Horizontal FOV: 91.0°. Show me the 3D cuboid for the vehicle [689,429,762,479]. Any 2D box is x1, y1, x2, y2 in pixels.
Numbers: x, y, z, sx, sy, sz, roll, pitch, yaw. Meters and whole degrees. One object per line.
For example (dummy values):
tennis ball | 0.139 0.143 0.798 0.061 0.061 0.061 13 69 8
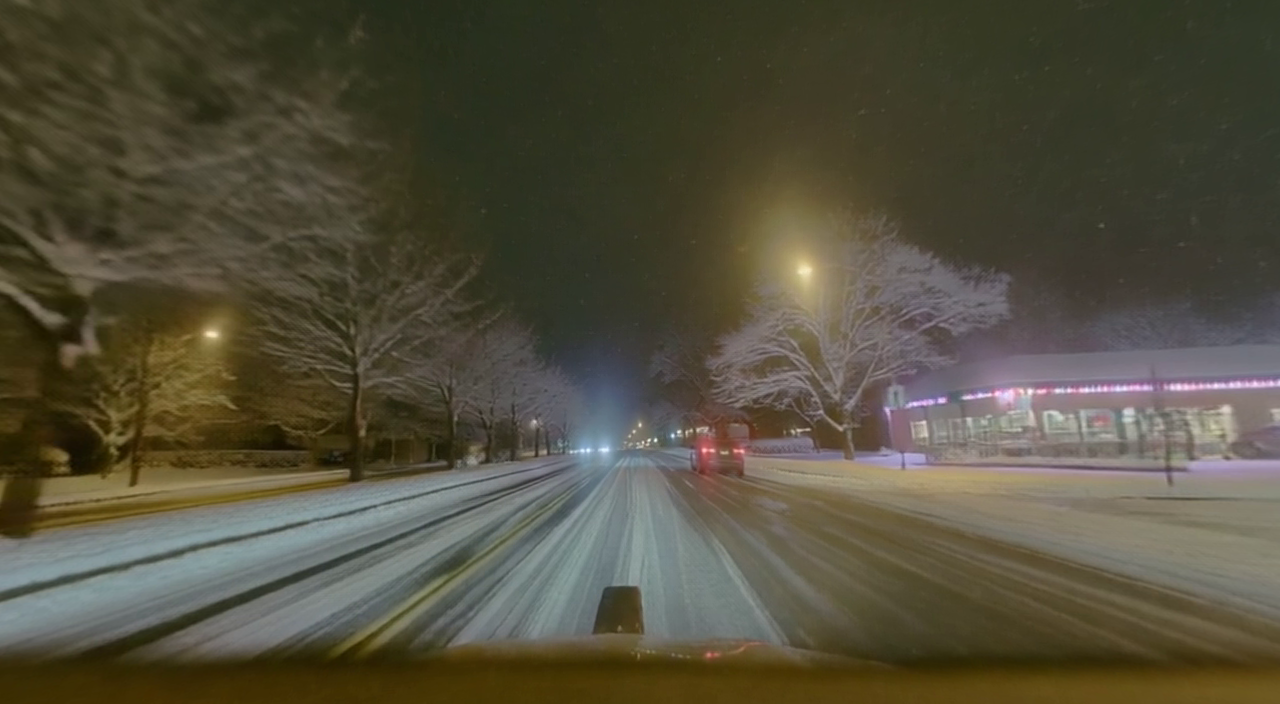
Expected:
vehicle | 3.190 3.901 24.356 2.083 1.743 4.354 0 -8 -2
